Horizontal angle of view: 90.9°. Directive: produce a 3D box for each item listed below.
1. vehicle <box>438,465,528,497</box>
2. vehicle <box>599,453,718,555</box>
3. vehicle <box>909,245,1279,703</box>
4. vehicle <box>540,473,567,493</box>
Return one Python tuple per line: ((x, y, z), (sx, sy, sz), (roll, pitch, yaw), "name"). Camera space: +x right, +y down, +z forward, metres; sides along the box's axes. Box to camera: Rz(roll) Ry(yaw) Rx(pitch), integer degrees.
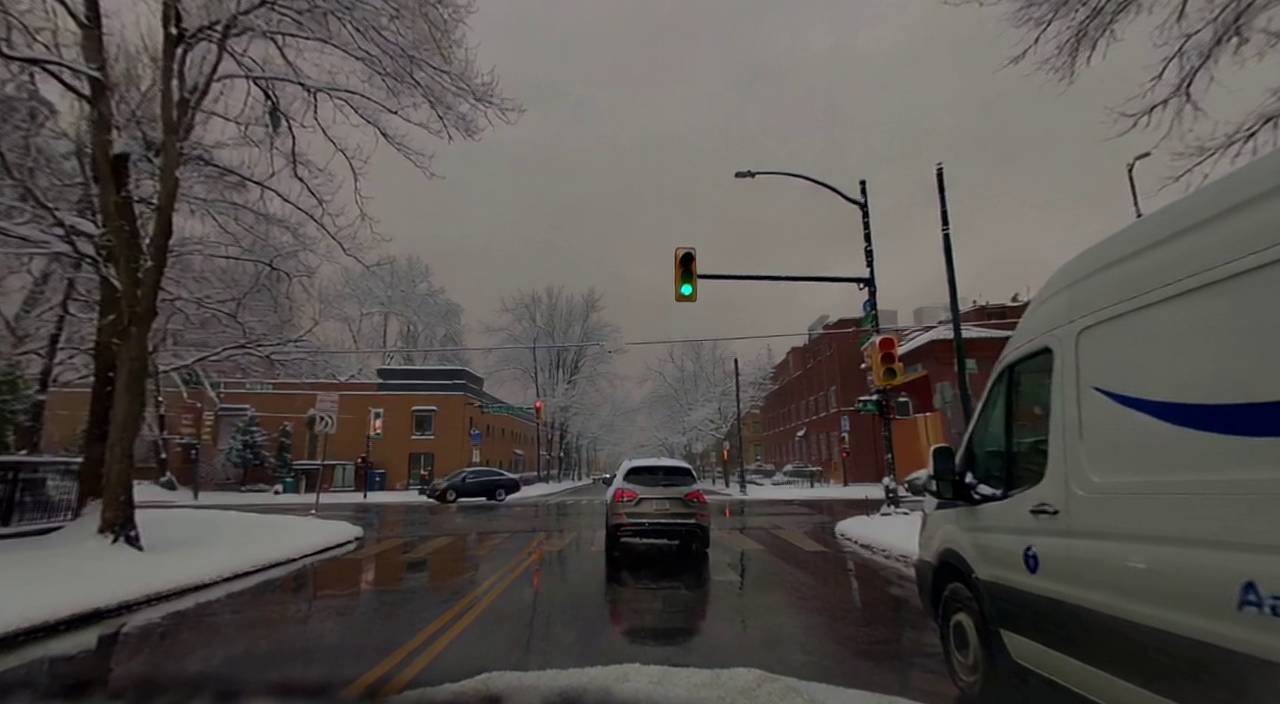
((-8.984, 7.442, 36.426), (1.993, 1.692, 4.675), (-9, -14, 42), "vehicle")
((0.236, 2.863, 12.308), (1.961, 1.629, 3.610), (1, -11, -2), "vehicle")
((2.826, 0.656, 1.507), (2.054, 1.965, 5.248), (1, -11, 0), "vehicle")
((-6.789, 10.307, 49.730), (1.757, 1.473, 3.712), (1, -10, -3), "vehicle")
